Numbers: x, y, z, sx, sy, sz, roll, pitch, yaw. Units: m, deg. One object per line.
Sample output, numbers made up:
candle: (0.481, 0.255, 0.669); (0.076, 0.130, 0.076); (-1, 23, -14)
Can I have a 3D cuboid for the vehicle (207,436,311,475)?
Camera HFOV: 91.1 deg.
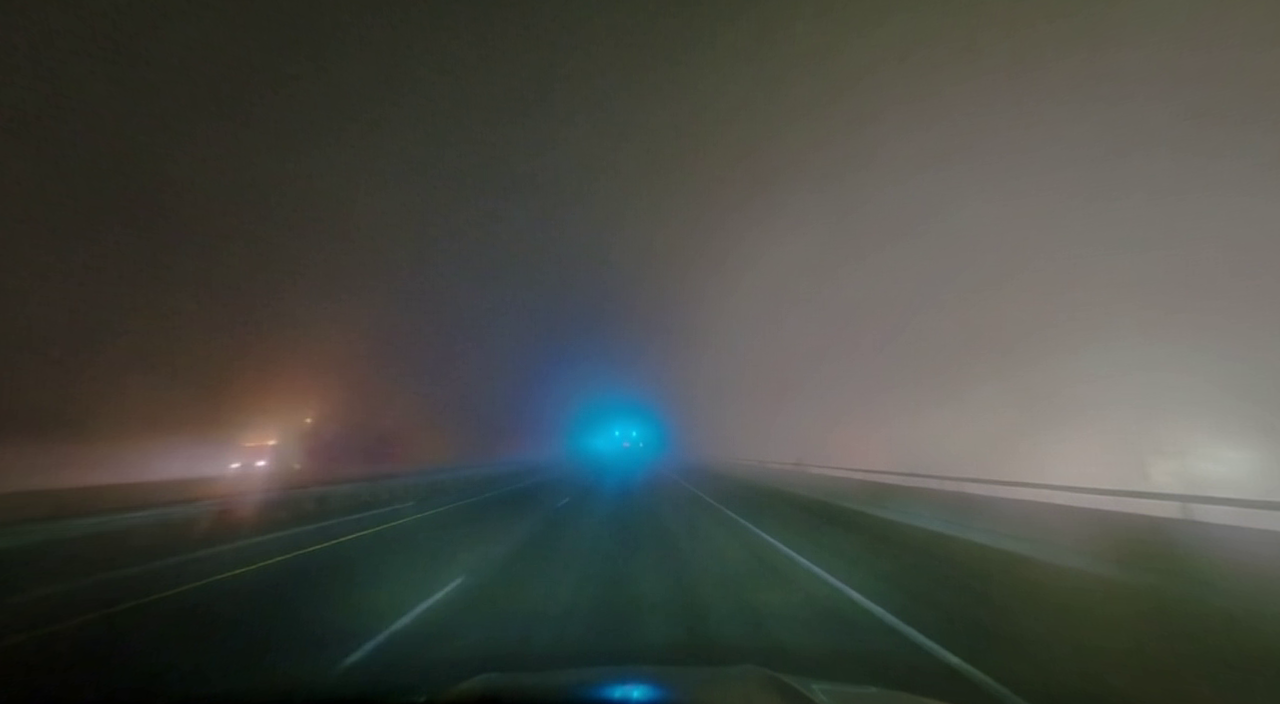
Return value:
vehicle: (-23.616, 6.462, 39.410); (2.725, 2.181, 5.997); (0, -9, 0)
